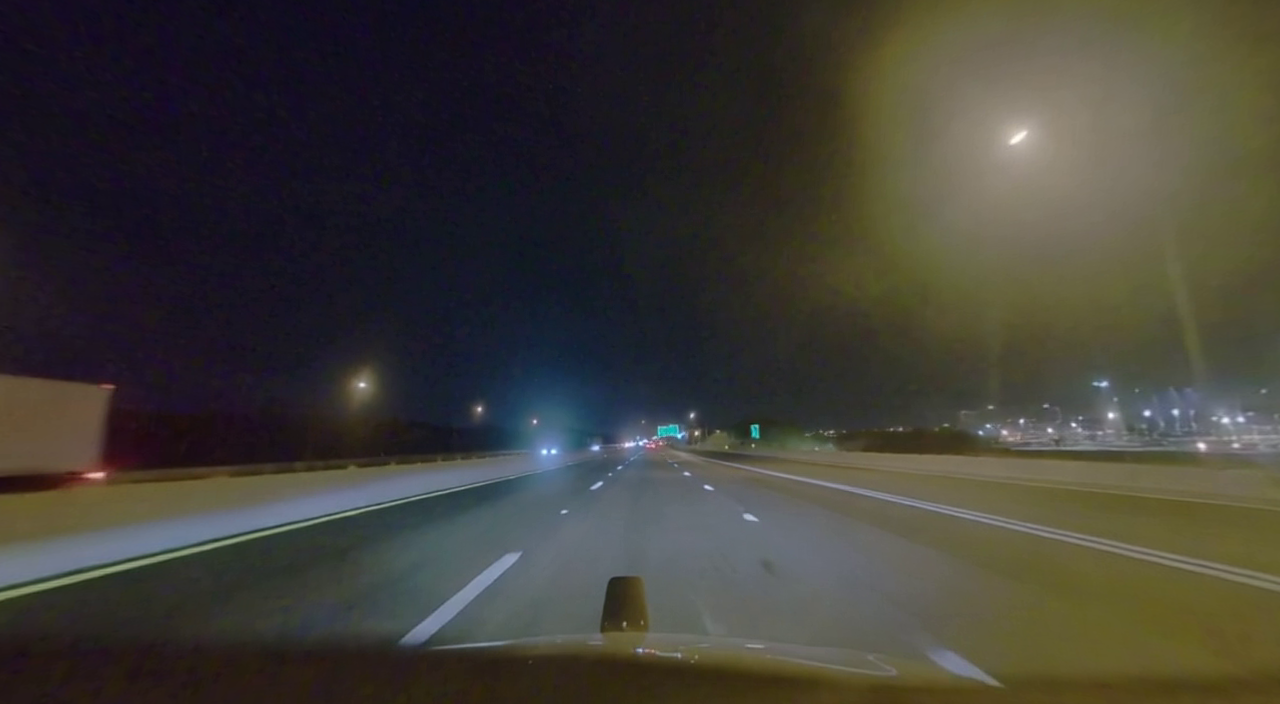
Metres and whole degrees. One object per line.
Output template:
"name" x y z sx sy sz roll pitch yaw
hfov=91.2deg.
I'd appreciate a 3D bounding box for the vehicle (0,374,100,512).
"vehicle" -20.317 2.540 17.542 2.872 4.021 8.230 0 -8 1
